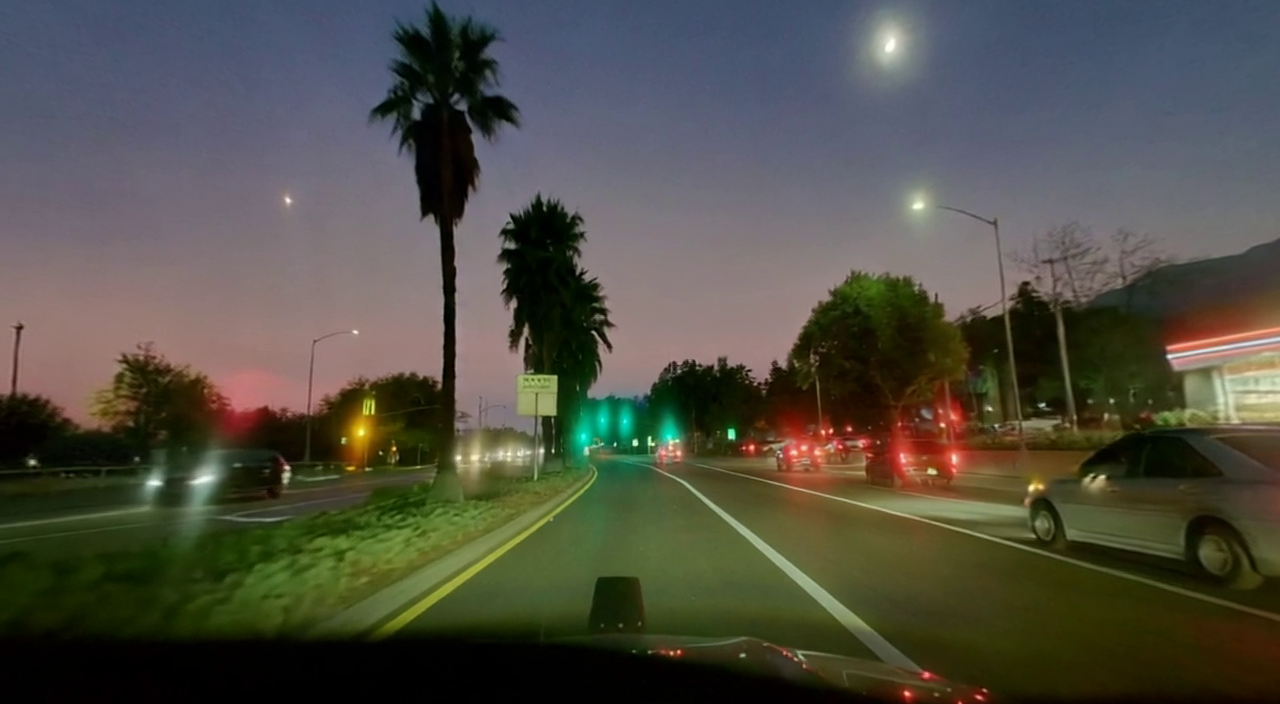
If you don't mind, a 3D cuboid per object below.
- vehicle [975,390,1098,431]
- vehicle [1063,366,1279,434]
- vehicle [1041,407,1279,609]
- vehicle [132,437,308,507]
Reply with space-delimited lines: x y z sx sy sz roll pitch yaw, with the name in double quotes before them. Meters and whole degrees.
"vehicle" 18.092 2.692 28.929 4.237 1.573 2.011 -3 -6 -1
"vehicle" 18.105 1.673 21.335 5.817 1.906 2.230 -1 -11 0
"vehicle" 6.426 1.436 6.170 2.124 1.687 4.266 0 -8 -1
"vehicle" -12.932 3.687 19.953 2.210 1.889 4.934 0 -8 -1
